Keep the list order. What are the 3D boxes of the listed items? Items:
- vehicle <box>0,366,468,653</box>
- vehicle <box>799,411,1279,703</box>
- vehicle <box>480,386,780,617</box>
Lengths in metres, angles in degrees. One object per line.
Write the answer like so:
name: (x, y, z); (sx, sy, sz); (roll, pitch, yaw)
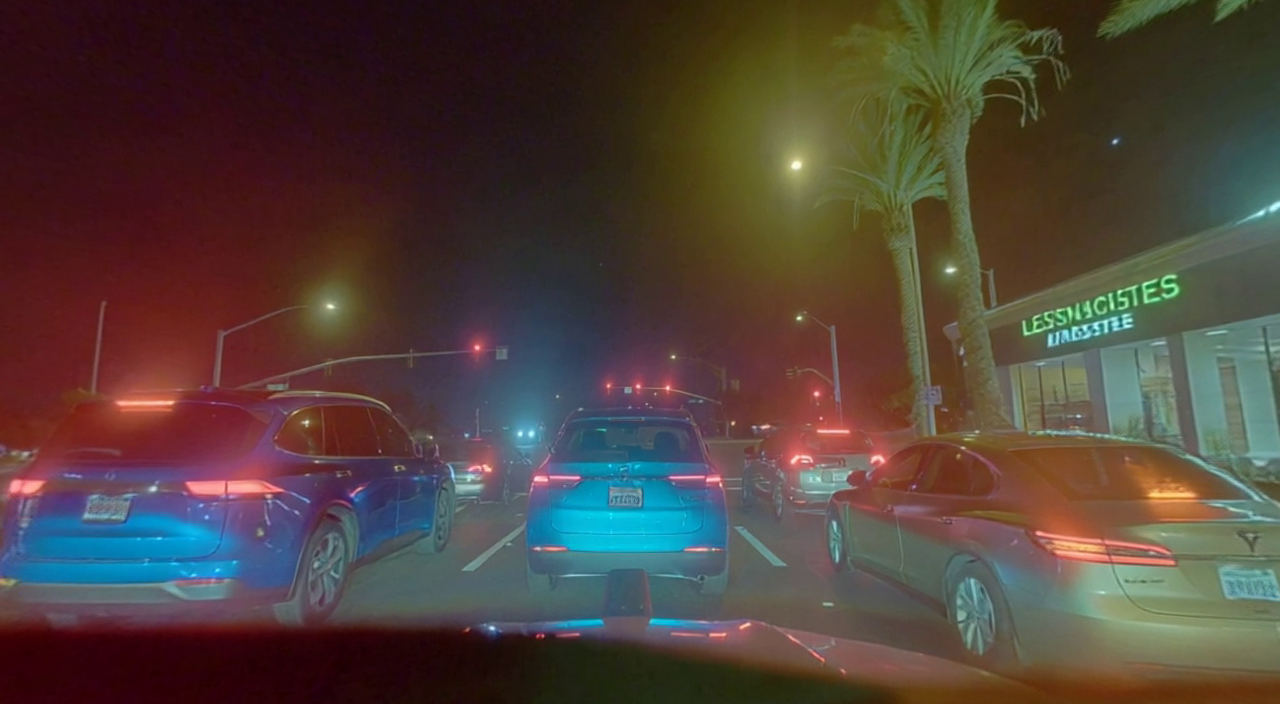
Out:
vehicle: (-3.341, 1.279, 6.126); (2.014, 1.755, 4.360); (0, -8, 1)
vehicle: (2.965, 1.367, 5.248); (2.017, 1.491, 4.611); (0, -8, -1)
vehicle: (-0.134, 1.460, 7.062); (2.280, 1.747, 4.361); (0, -8, -2)
